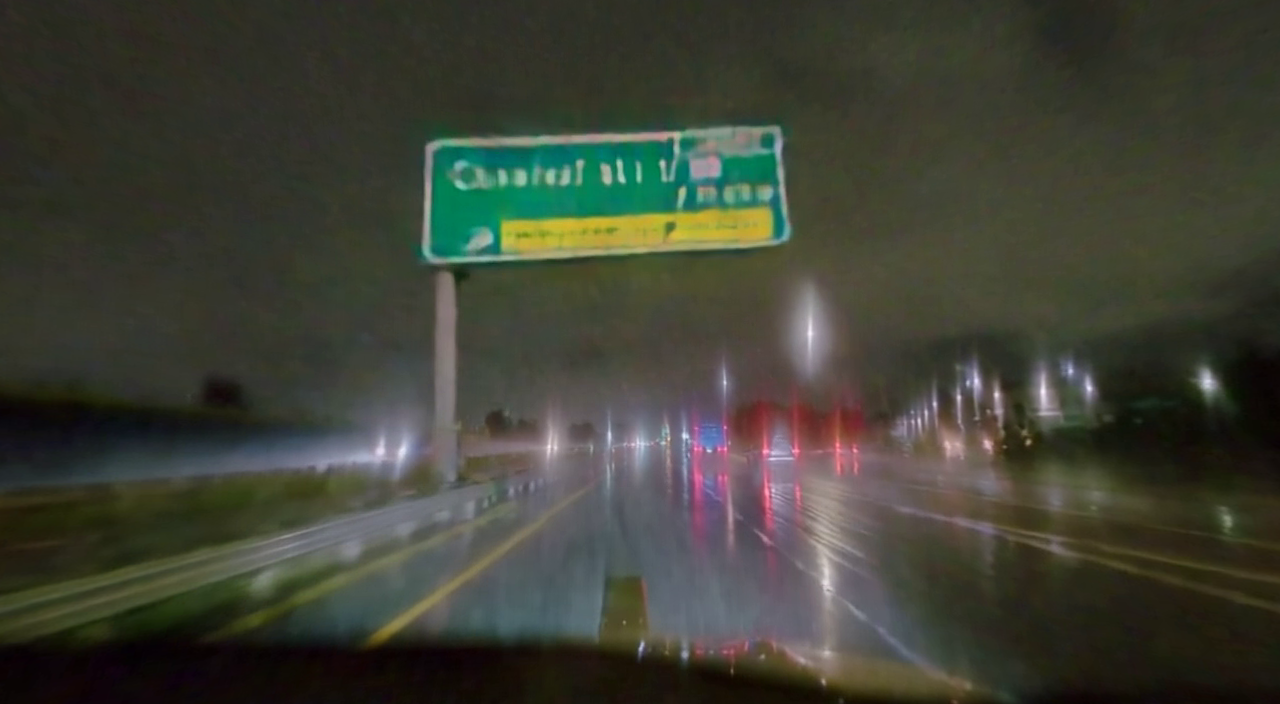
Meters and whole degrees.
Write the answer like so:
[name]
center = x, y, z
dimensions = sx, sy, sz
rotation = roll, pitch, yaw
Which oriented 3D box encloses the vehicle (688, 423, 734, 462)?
[vehicle]
center = 4.788, 6.227, 43.373
dimensions = 2.430, 2.495, 6.062
rotation = 0, -8, 0
